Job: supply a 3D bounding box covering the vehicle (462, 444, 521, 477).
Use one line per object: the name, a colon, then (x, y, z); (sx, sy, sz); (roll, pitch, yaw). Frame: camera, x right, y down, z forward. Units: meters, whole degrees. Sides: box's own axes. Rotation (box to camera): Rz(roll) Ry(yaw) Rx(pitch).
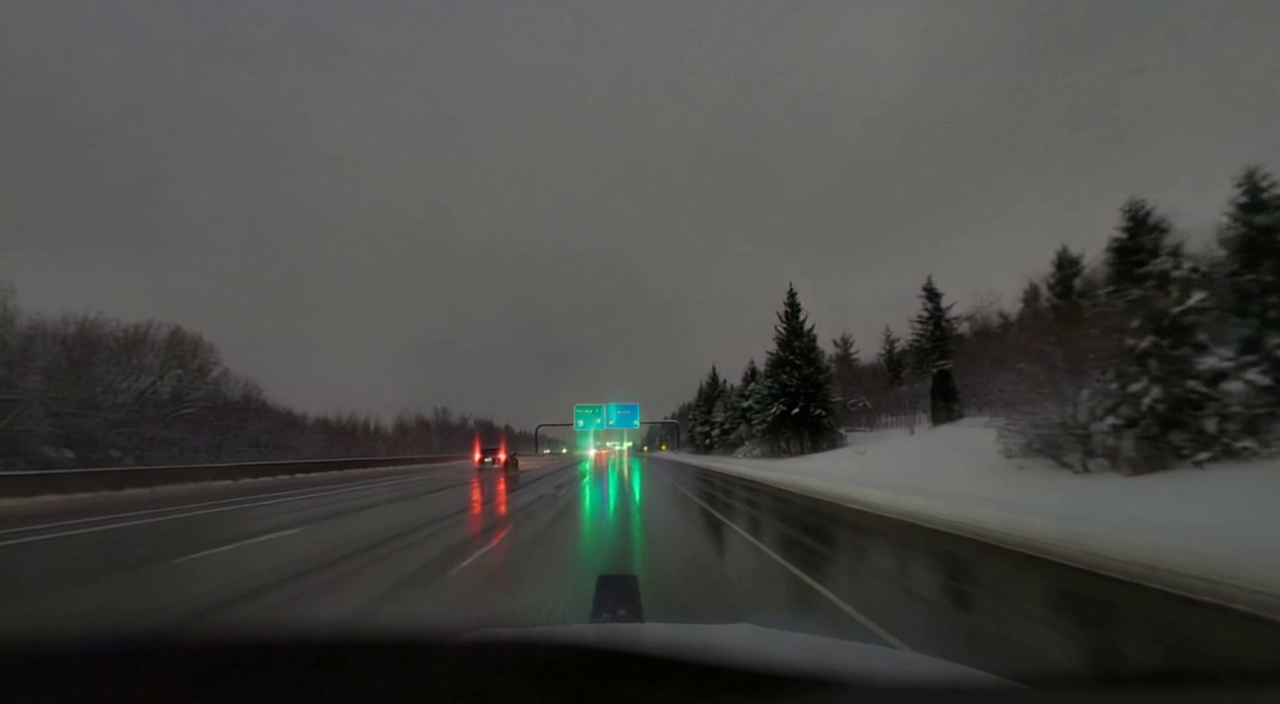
vehicle: (-7.795, 5.726, 33.572); (2.098, 1.606, 4.227); (0, -9, 0)
